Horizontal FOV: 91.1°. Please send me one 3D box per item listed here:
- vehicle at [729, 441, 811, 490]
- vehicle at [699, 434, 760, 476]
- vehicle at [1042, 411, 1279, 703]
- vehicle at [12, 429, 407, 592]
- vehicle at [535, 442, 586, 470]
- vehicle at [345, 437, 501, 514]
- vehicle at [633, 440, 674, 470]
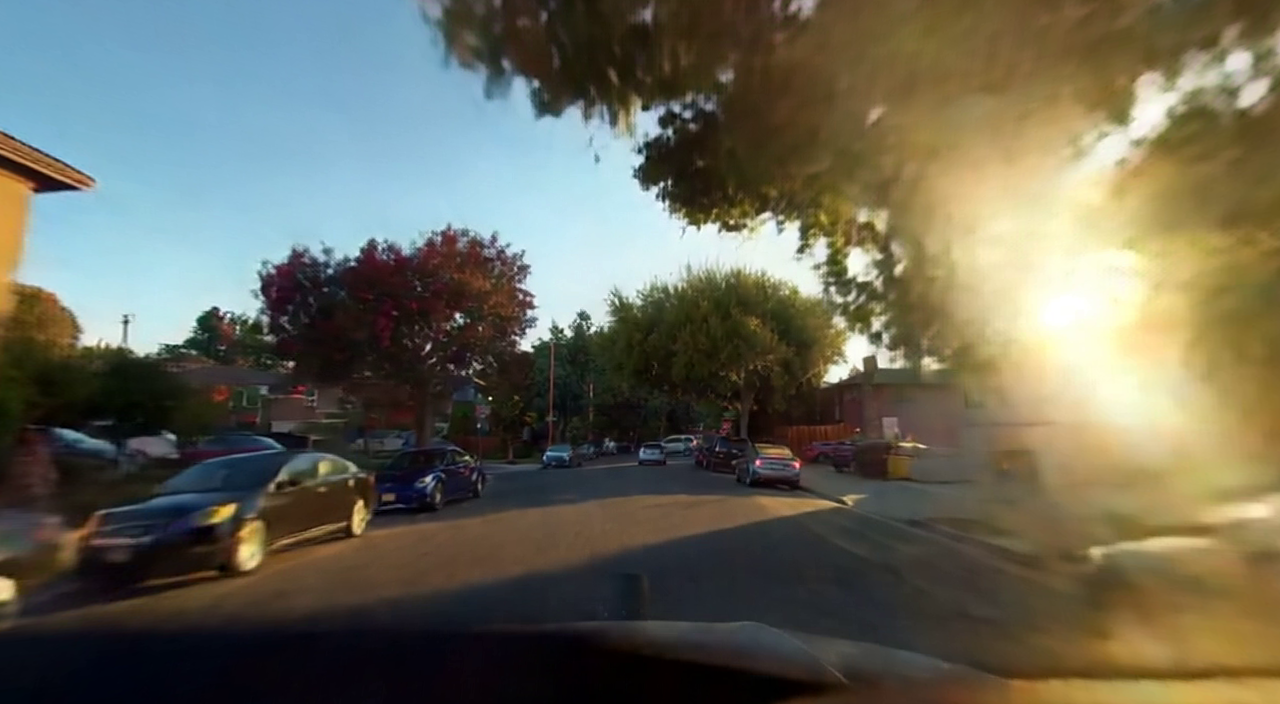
[{"bbox_3d":[4.289,3.804,21.464,1.876,1.477,4.324,0,-8,0],"label":"vehicle"},{"bbox_3d":[4.080,4.753,29.302,2.144,1.751,4.472,2,-8,0],"label":"vehicle"},{"bbox_3d":[3.740,0.918,1.859,2.068,1.558,4.511,0,-8,0],"label":"vehicle"},{"bbox_3d":[-4.860,1.811,8.104,1.876,1.500,4.361,0,-9,2],"label":"vehicle"},{"bbox_3d":[-4.310,5.721,34.748,1.999,1.441,4.628,-1,-9,3],"label":"vehicle"},{"bbox_3d":[-4.793,2.776,14.712,1.909,1.492,4.615,0,-8,2],"label":"vehicle"},{"bbox_3d":[0.679,5.432,33.360,2.010,1.499,4.107,0,-9,0],"label":"vehicle"}]
